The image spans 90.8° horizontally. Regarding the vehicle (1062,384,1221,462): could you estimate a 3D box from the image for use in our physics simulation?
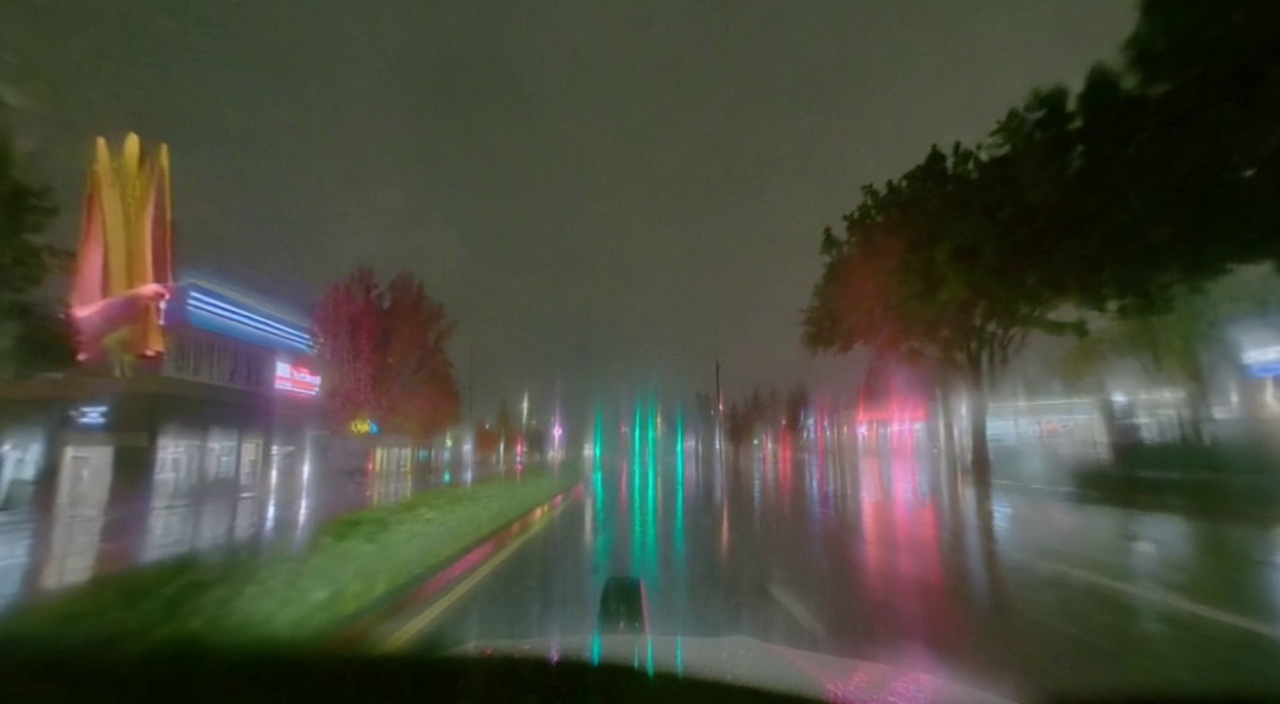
[{"bbox_3d":[28.934,4.177,36.462,8.627,4.134,2.881,3,-9,-22],"label":"vehicle"}]

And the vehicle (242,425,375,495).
[{"bbox_3d":[-19.571,6.448,38.279,2.966,3.698,9.217,0,-9,0],"label":"vehicle"}]
